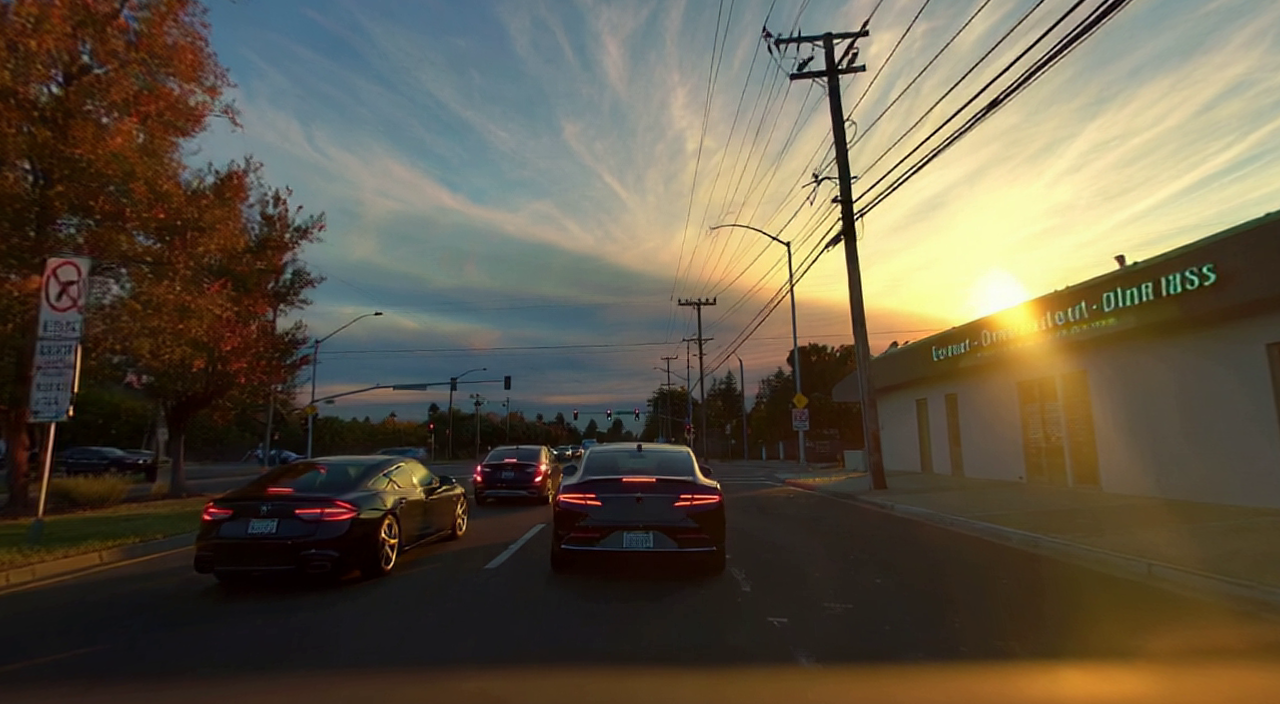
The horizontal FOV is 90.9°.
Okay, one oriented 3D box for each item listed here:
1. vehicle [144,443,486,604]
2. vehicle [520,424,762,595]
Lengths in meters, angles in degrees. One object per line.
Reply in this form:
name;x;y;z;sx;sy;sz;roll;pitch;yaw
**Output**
vehicle;-3.233;1.746;7.350;1.765;1.319;4.013;0;-9;1
vehicle;-0.009;1.675;7.534;2.101;1.469;3.955;0;-9;0
